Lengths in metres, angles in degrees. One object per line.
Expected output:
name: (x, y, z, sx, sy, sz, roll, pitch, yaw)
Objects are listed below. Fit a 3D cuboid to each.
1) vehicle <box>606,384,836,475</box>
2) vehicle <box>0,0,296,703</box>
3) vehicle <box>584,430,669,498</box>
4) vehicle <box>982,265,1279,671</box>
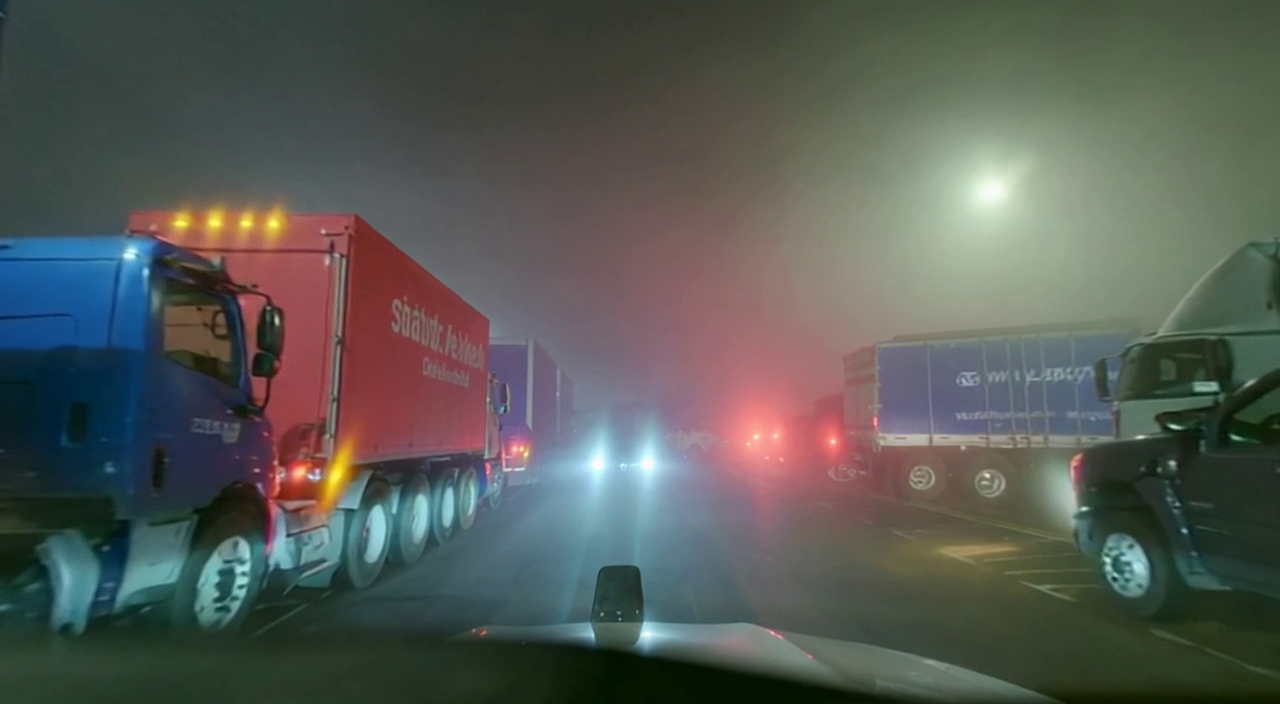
vehicle: (3.608, 4.265, 34.884, 2.877, 4.124, 14.516, 2, -7, -39)
vehicle: (-3.936, -0.051, 1.147, 2.844, 3.085, 6.941, 0, -9, -2)
vehicle: (-0.383, 3.136, 17.801, 2.140, 1.682, 3.971, 0, -9, -1)
vehicle: (5.169, 0.678, 3.679, 2.570, 2.439, 6.392, 0, -9, -1)
